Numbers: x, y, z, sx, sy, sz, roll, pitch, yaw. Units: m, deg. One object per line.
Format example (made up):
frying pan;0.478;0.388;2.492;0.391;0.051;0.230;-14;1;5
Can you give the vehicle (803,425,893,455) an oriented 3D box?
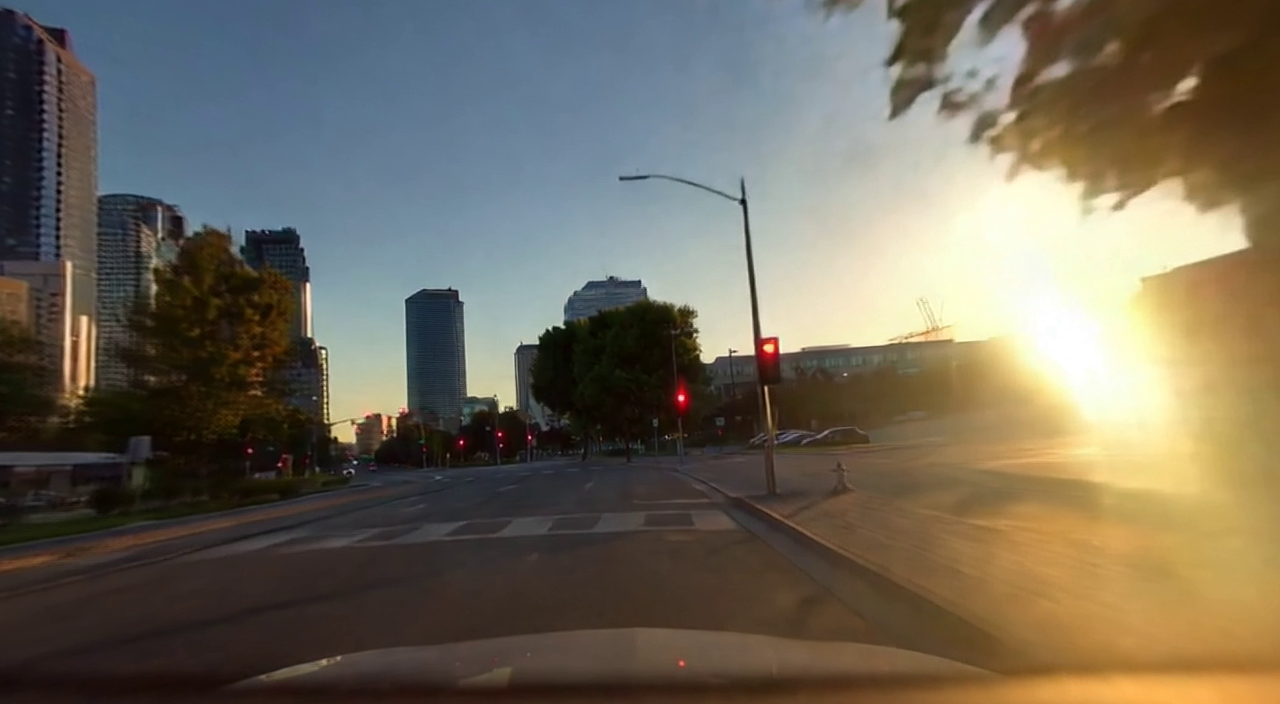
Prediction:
vehicle;11.697;5.000;35.698;4.332;1.581;2.028;2;-9;-11

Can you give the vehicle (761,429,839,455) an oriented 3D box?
vehicle;10.350;5.858;40.986;4.400;1.584;1.964;2;-9;-12
